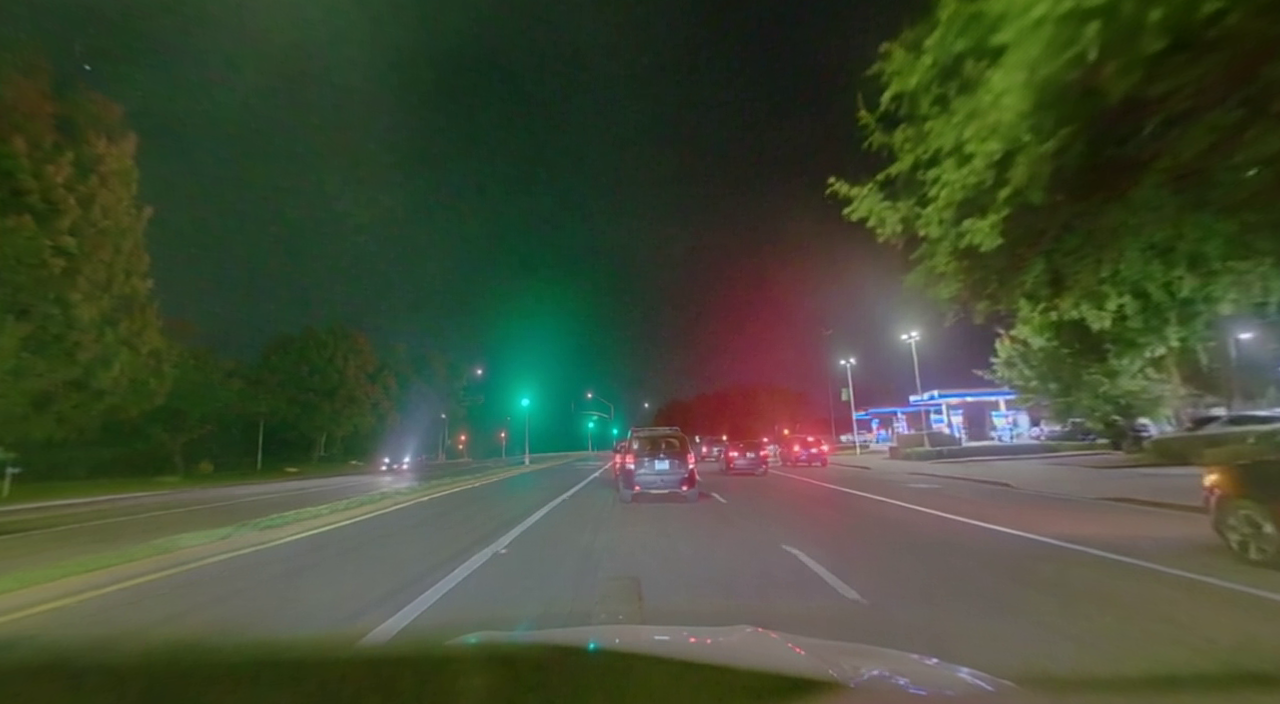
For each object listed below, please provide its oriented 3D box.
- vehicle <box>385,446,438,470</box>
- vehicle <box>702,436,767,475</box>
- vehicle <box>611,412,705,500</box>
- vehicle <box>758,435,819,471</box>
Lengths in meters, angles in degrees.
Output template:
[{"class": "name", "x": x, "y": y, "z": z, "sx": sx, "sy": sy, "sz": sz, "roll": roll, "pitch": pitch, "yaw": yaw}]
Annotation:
[{"class": "vehicle", "x": -15.502, "y": 7.165, "z": 43.040, "sx": 1.914, "sy": 1.496, "sz": 4.361, "roll": 0, "pitch": -8, "yaw": 1}, {"class": "vehicle", "x": 3.827, "y": 4.270, "z": 26.287, "sx": 1.940, "sy": 1.474, "sz": 4.234, "roll": 0, "pitch": -8, "yaw": -2}, {"class": "vehicle", "x": 0.285, "y": 2.632, "z": 16.342, "sx": 2.038, "sy": 1.917, "sz": 4.900, "roll": 0, "pitch": -8, "yaw": -3}, {"class": "vehicle", "x": 6.943, "y": 4.756, "z": 30.016, "sx": 1.793, "sy": 1.585, "sz": 4.130, "roll": 0, "pitch": -8, "yaw": -1}]
